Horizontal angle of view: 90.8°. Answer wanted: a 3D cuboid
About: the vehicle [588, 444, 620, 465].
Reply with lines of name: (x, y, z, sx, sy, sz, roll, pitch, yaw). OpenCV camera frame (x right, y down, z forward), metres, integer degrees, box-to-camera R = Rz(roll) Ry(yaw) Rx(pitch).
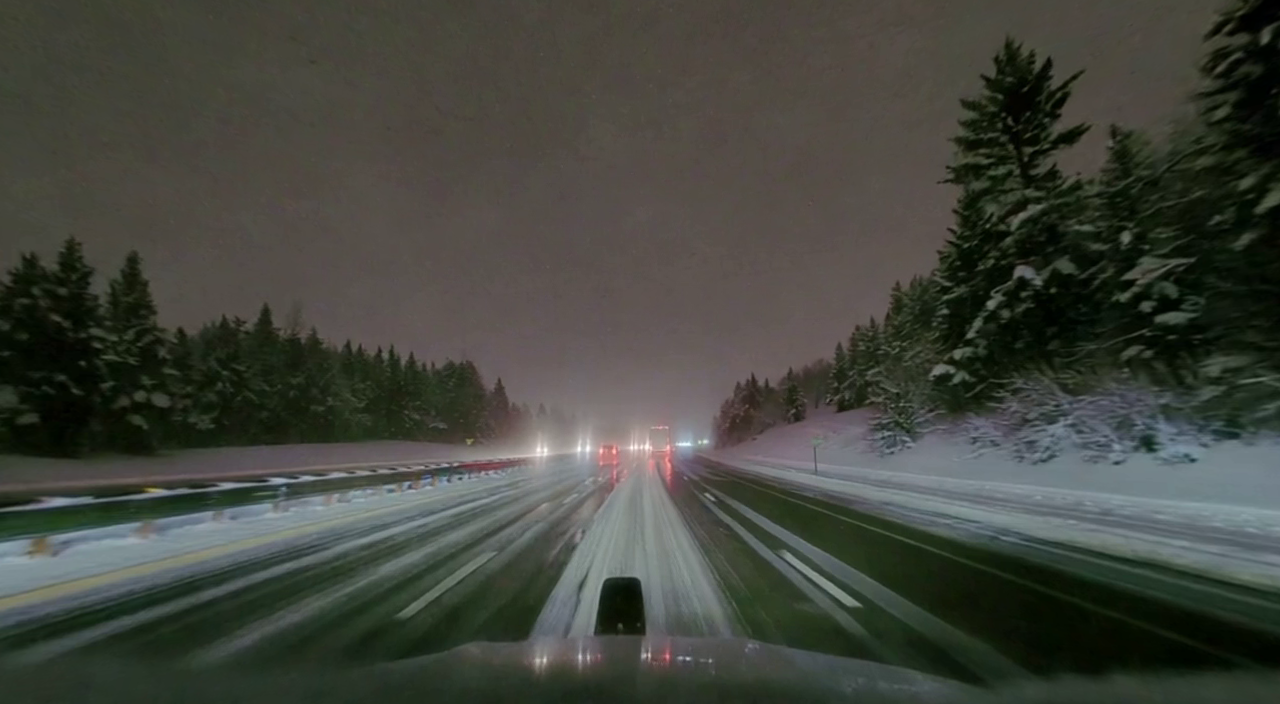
vehicle: (-2.713, 7.888, 48.711, 2.113, 1.559, 4.166, 0, -9, 2)
